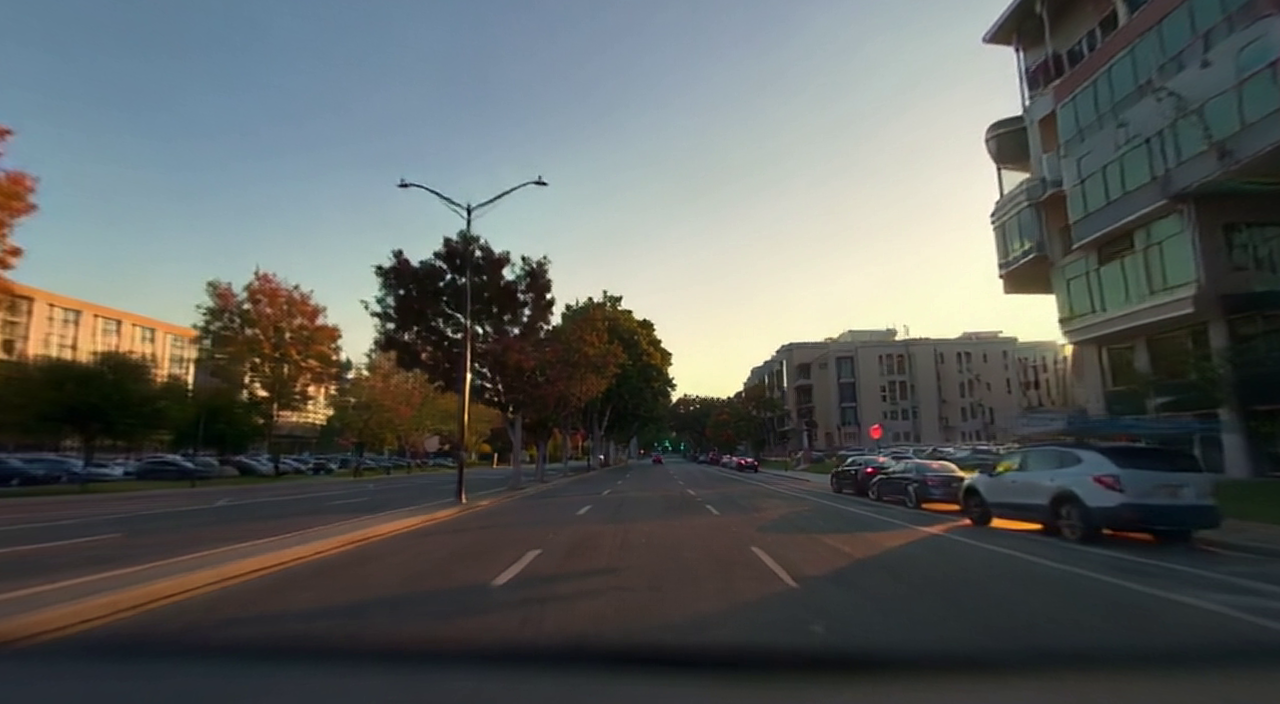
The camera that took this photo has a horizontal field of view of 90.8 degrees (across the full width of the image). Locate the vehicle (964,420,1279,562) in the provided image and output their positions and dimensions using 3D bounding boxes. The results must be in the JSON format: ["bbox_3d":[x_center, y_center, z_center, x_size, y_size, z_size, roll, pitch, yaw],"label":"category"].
[{"bbox_3d":[7.820,2.185,10.731,2.152,1.869,4.476,0,-8,-1],"label":"vehicle"}]

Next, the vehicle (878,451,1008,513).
[{"bbox_3d":[8.124,3.496,17.414,1.714,1.439,4.020,-1,-8,2],"label":"vehicle"}]
